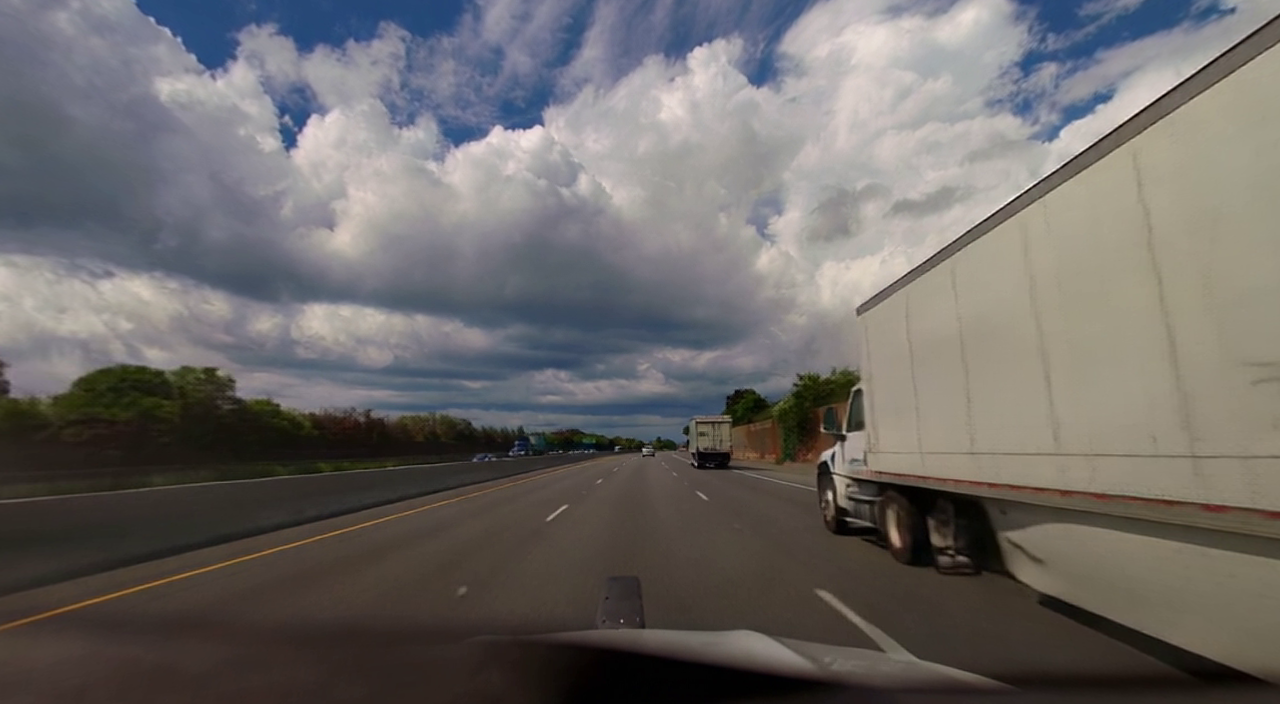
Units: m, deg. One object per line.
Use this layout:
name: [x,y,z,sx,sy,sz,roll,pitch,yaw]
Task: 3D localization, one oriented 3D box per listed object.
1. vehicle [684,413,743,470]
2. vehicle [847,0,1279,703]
vehicle: [4.570,5.867,41.042,2.771,3.313,8.121,0,-9,0]
vehicle: [4.369,-0.085,3.111,3.032,3.785,10.333,0,-9,-1]
